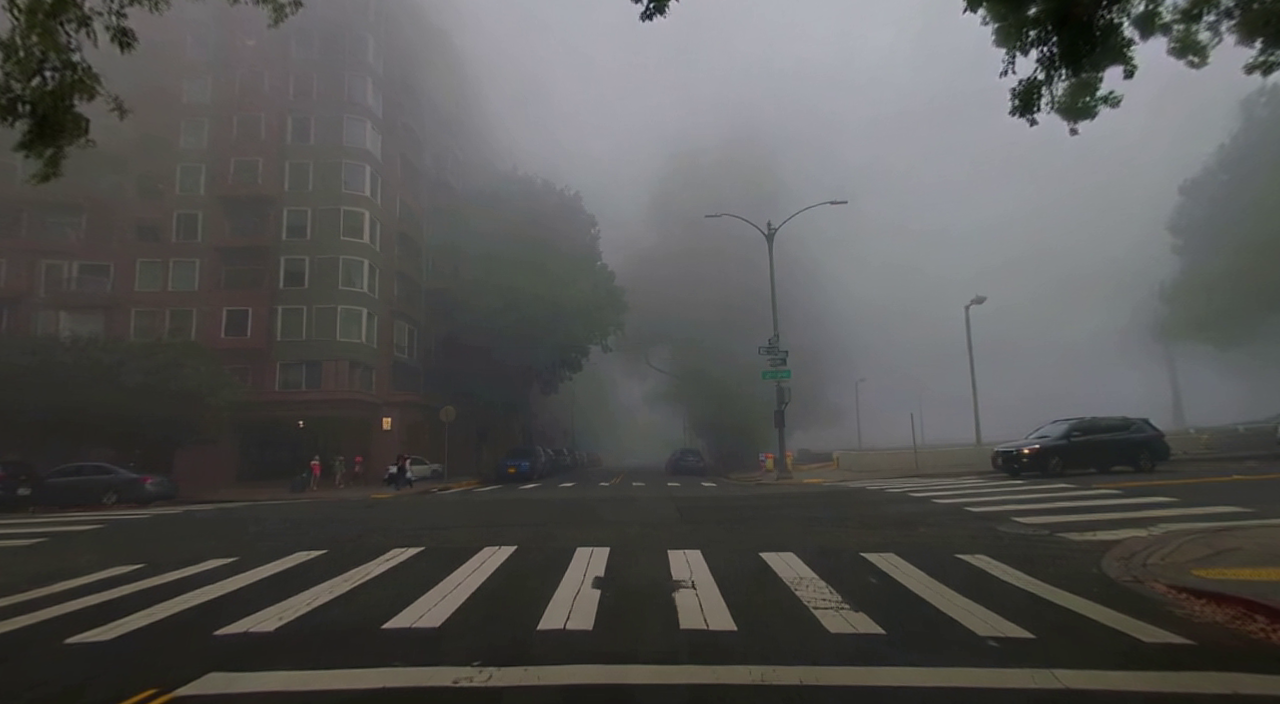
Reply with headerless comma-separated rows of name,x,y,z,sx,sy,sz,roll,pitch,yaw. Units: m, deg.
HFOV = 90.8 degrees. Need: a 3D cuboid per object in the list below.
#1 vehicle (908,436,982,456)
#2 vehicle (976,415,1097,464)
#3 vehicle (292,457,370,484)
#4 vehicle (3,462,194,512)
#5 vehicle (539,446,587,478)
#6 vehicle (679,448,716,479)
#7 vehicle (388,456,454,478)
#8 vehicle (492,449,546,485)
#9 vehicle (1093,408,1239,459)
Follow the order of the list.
vehicle,23.016,7.087,47.775,4.528,1.475,2.070,0,-8,3
vehicle,16.744,3.791,27.001,2.041,1.921,4.574,0,-9,-2
vehicle,-23.206,8.897,47.533,4.844,1.836,2.117,-1,-8,6
vehicle,-17.316,4.316,20.377,4.439,1.448,1.793,0,-9,0
vehicle,-4.474,6.500,37.383,2.102,1.768,4.290,-1,-10,2
vehicle,3.198,6.169,35.217,1.942,1.603,3.785,-1,-8,5
vehicle,-16.389,8.627,47.323,4.203,1.544,1.889,-1,-8,2
vehicle,-7.615,7.250,40.256,2.193,1.814,5.061,-9,-8,0
vehicle,22.305,3.533,27.147,2.137,1.962,4.988,-1,-8,3
